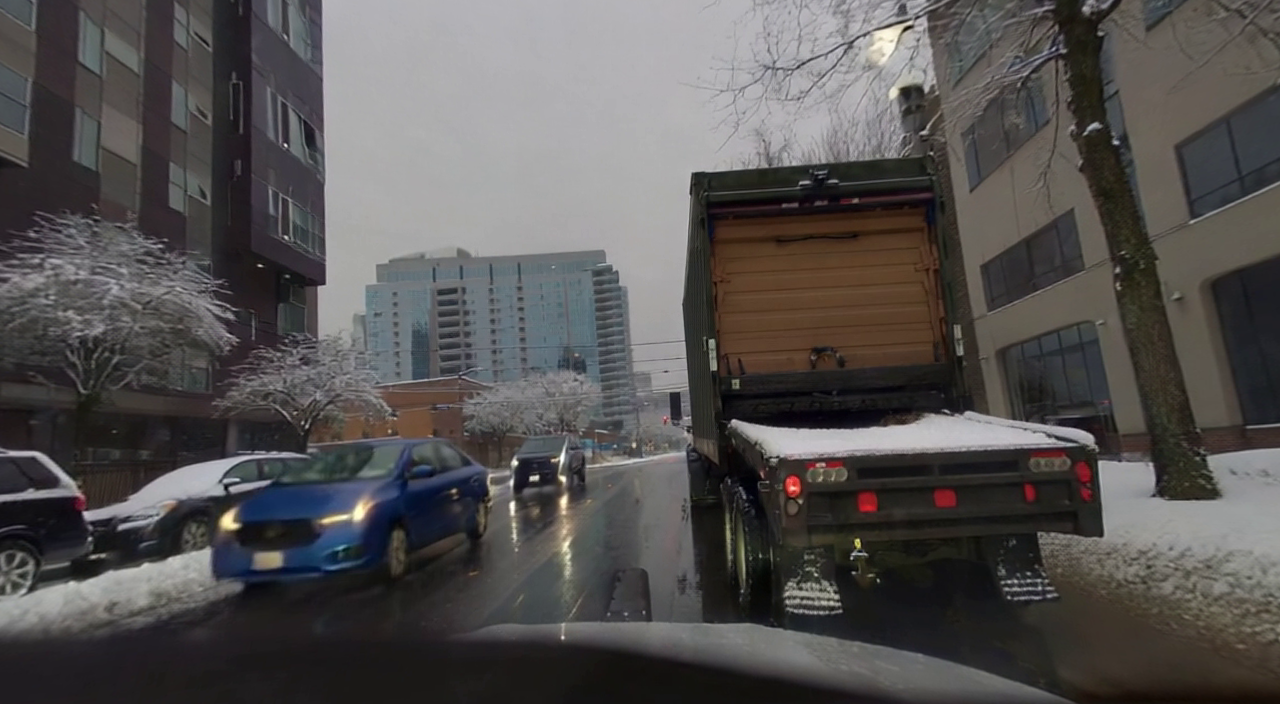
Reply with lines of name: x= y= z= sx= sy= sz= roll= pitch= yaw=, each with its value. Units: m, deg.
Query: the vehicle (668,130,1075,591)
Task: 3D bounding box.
vehicle: x=2.520 y=0.819 z=11.317 sx=3.320 sy=4.034 sz=11.553 roll=-1 pitch=-8 yaw=6

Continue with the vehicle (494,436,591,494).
vehicle: x=-2.942 y=3.532 z=20.120 sx=2.311 sy=1.631 sz=4.510 roll=0 pitch=-8 yaw=1

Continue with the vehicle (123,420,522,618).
vehicle: x=-2.995 y=1.655 z=7.294 sx=2.183 sy=1.563 sz=4.257 roll=-1 pitch=-8 yaw=4
